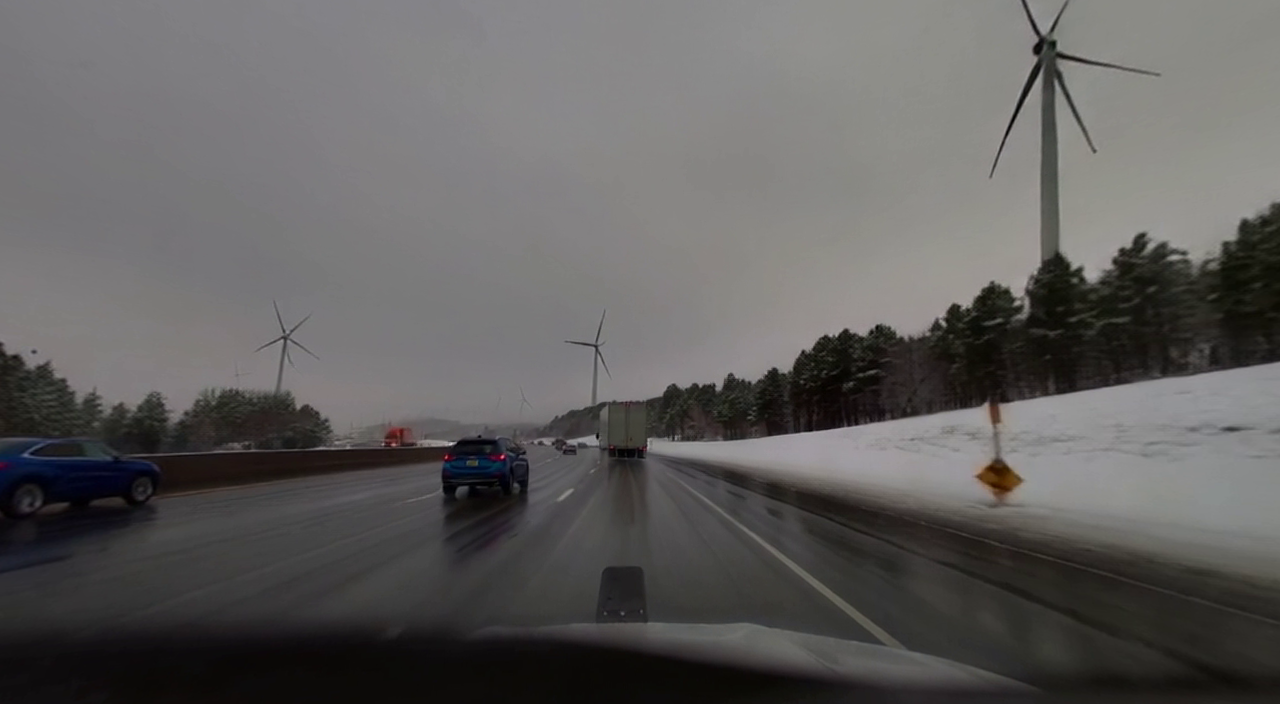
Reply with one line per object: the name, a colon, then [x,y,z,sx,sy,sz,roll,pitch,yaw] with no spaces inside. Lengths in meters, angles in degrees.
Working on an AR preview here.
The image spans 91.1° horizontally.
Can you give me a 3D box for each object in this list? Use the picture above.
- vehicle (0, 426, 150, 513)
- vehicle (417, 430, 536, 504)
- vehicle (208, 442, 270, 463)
vehicle: [-14.842,2.673,14.623,2.285,1.835,5.672,0,-8,-1]
vehicle: [-4.097,2.940,16.475,2.109,1.684,3.783,0,-8,0]
vehicle: [-30.709,7.698,48.220,1.862,1.495,4.695,1,-8,-3]
